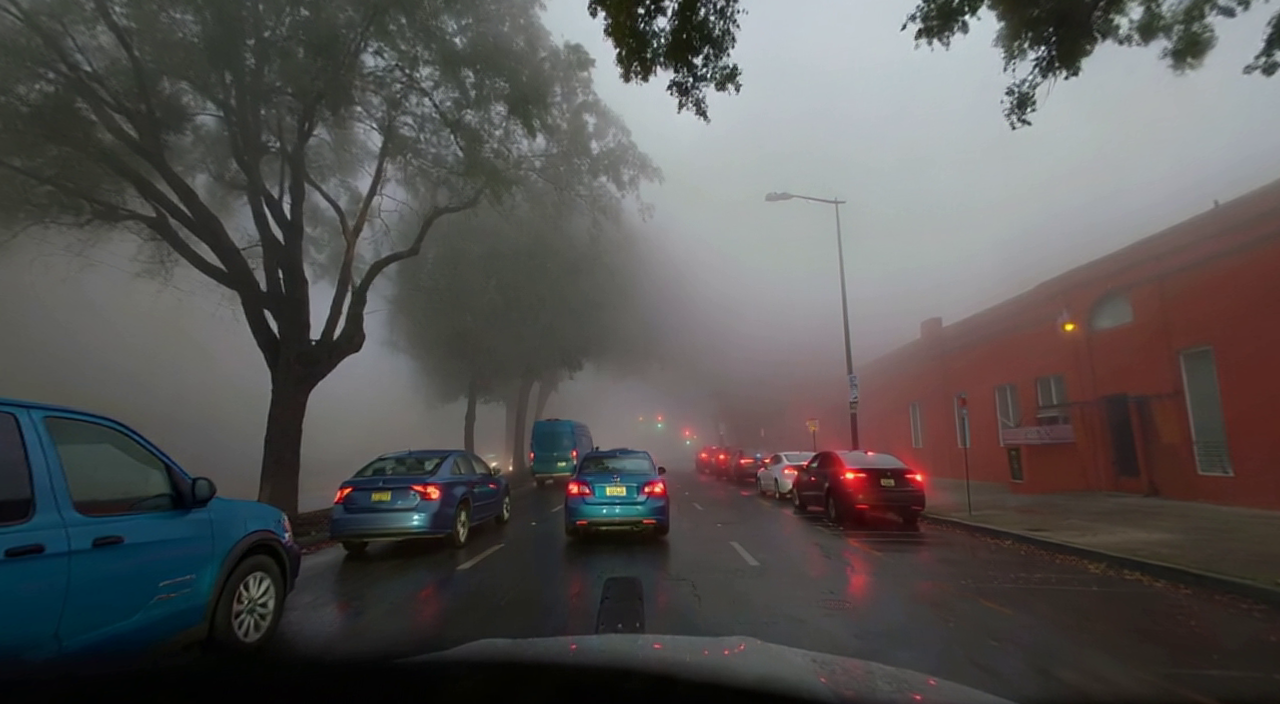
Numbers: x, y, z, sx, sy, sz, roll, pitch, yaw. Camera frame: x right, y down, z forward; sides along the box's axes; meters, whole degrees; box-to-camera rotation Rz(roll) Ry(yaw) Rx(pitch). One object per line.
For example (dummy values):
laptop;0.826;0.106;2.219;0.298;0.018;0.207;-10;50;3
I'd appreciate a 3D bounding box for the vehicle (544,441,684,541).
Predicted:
vehicle;-0.389;2.470;11.855;2.152;1.518;4.113;0;-9;0

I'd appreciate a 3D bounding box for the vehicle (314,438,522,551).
vehicle;-3.528;2.334;11.083;1.995;1.554;4.426;0;-9;1

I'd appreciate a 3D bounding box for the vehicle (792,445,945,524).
vehicle;4.899;2.854;14.186;1.832;1.491;4.054;1;-9;-1

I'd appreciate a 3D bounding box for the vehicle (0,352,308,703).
vehicle;-3.730;0.876;2.537;2.140;1.768;4.685;0;-9;1
